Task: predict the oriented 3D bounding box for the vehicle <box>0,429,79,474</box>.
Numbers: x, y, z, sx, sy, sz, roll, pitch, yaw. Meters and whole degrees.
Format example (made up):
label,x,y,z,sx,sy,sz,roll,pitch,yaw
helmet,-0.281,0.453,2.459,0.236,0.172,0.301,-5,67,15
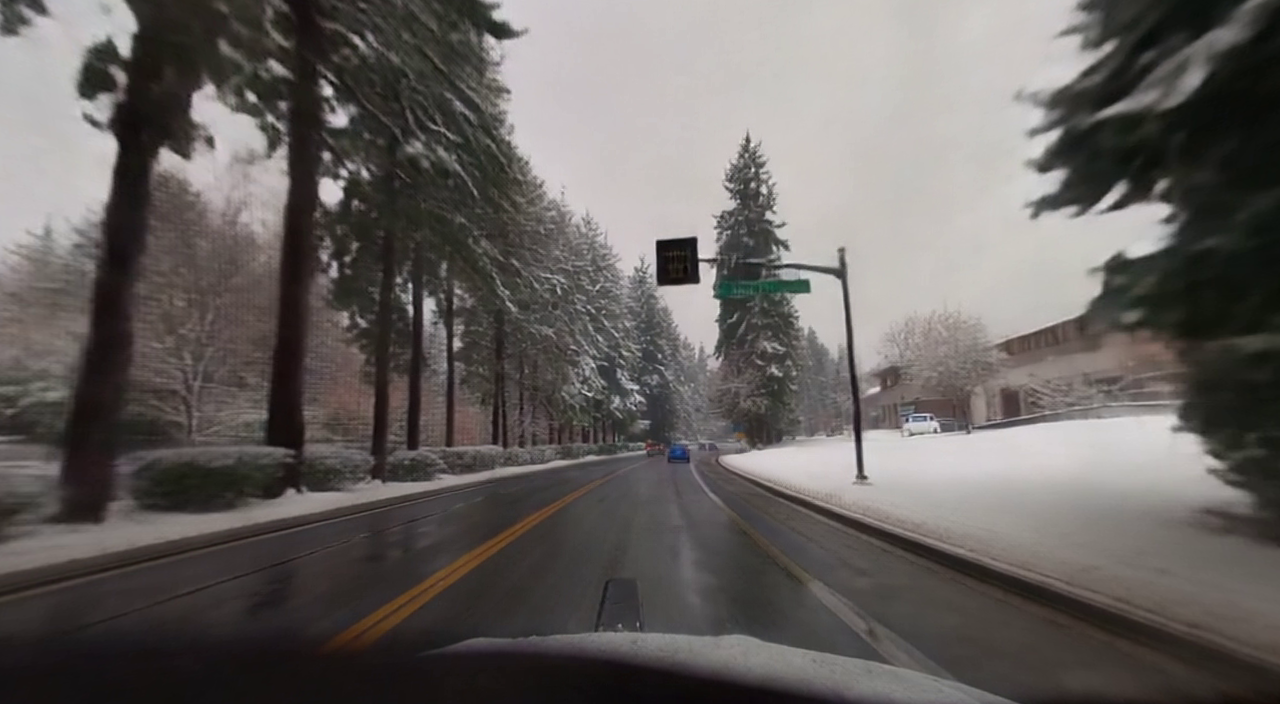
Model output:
label,x,y,z,sx,sy,sz,roll,pitch,yaw
vehicle,-43.710,6.919,43.941,2.231,3.026,6.377,-4,-9,26
